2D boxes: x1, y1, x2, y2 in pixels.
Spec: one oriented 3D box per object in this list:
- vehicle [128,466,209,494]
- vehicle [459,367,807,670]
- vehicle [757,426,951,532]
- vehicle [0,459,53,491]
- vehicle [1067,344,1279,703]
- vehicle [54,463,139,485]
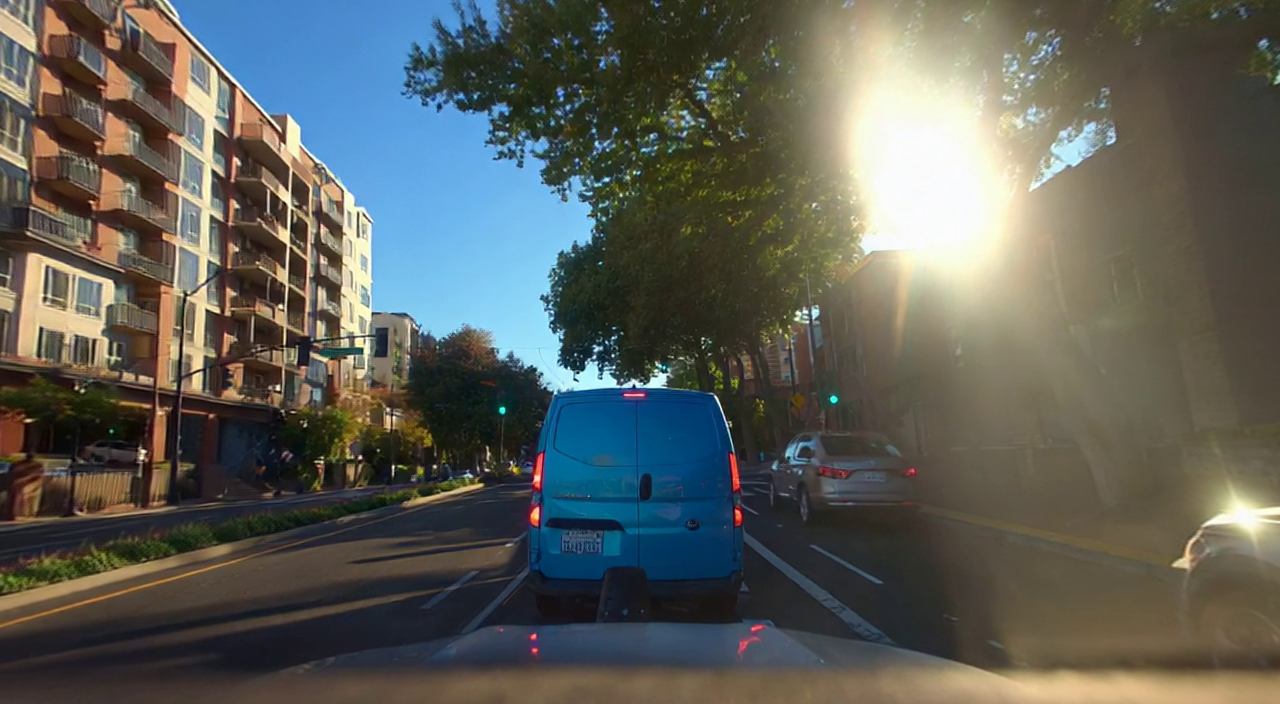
[{"bbox_3d":[-33.226,9.062,44.530,4.292,1.492,1.772,-6,-14,-1],"label":"vehicle"},{"bbox_3d":[-0.034,1.329,6.047,2.101,1.828,4.270,0,-9,0],"label":"vehicle"},{"bbox_3d":[3.888,2.394,12.557,2.061,1.676,4.734,0,-9,-2],"label":"vehicle"},{"bbox_3d":[-35.516,6.843,35.174,3.843,1.680,1.782,-1,-9,5],"label":"vehicle"},{"bbox_3d":[3.808,0.724,1.885,2.157,1.748,4.130,0,-9,1],"label":"vehicle"},{"bbox_3d":[-38.437,8.637,44.652,4.396,1.458,1.809,-1,-9,2],"label":"vehicle"}]
